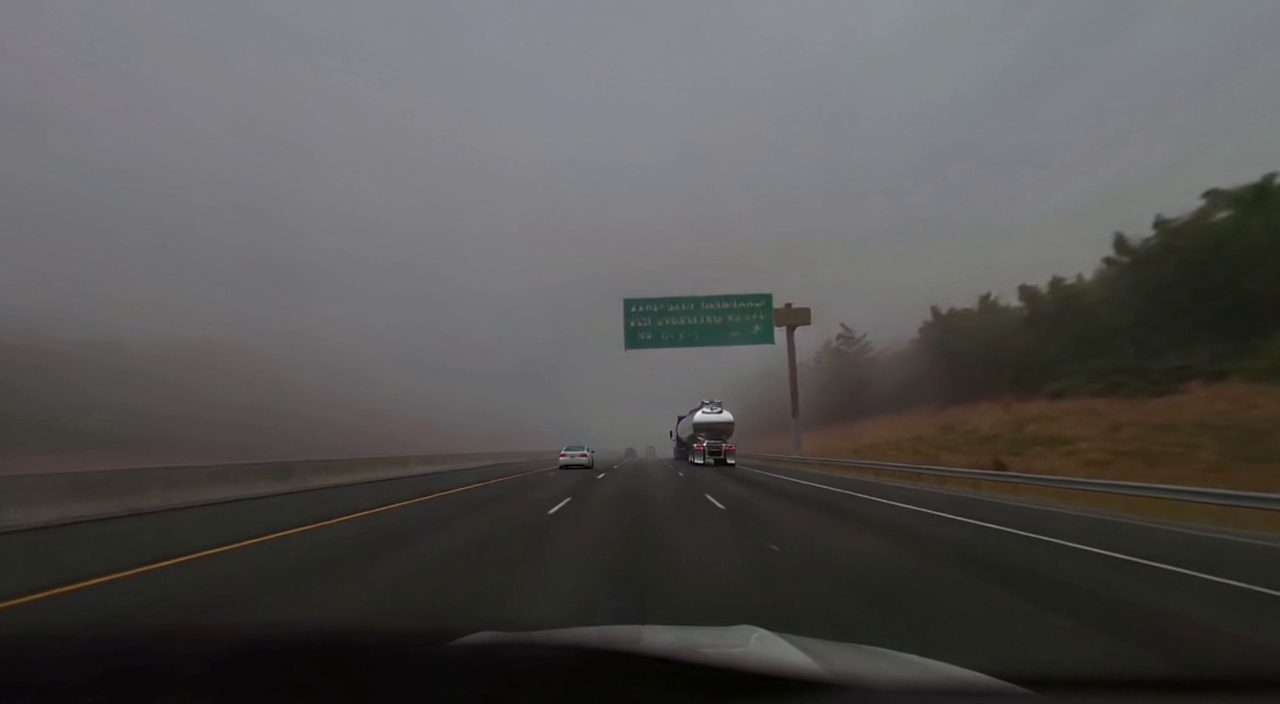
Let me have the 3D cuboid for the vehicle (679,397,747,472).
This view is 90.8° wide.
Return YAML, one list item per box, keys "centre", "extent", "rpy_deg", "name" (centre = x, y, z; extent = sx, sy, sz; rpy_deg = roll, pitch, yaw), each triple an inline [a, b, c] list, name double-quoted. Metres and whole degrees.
- centre: [3.949, 4.849, 36.518]
  extent: [2.759, 3.734, 9.708]
  rpy_deg: [0, -9, 0]
  name: "vehicle"

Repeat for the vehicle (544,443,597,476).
- centre: [-3.280, 5.172, 30.538]
  extent: [1.986, 1.458, 4.506]
  rpy_deg: [0, -9, 1]
  name: "vehicle"
